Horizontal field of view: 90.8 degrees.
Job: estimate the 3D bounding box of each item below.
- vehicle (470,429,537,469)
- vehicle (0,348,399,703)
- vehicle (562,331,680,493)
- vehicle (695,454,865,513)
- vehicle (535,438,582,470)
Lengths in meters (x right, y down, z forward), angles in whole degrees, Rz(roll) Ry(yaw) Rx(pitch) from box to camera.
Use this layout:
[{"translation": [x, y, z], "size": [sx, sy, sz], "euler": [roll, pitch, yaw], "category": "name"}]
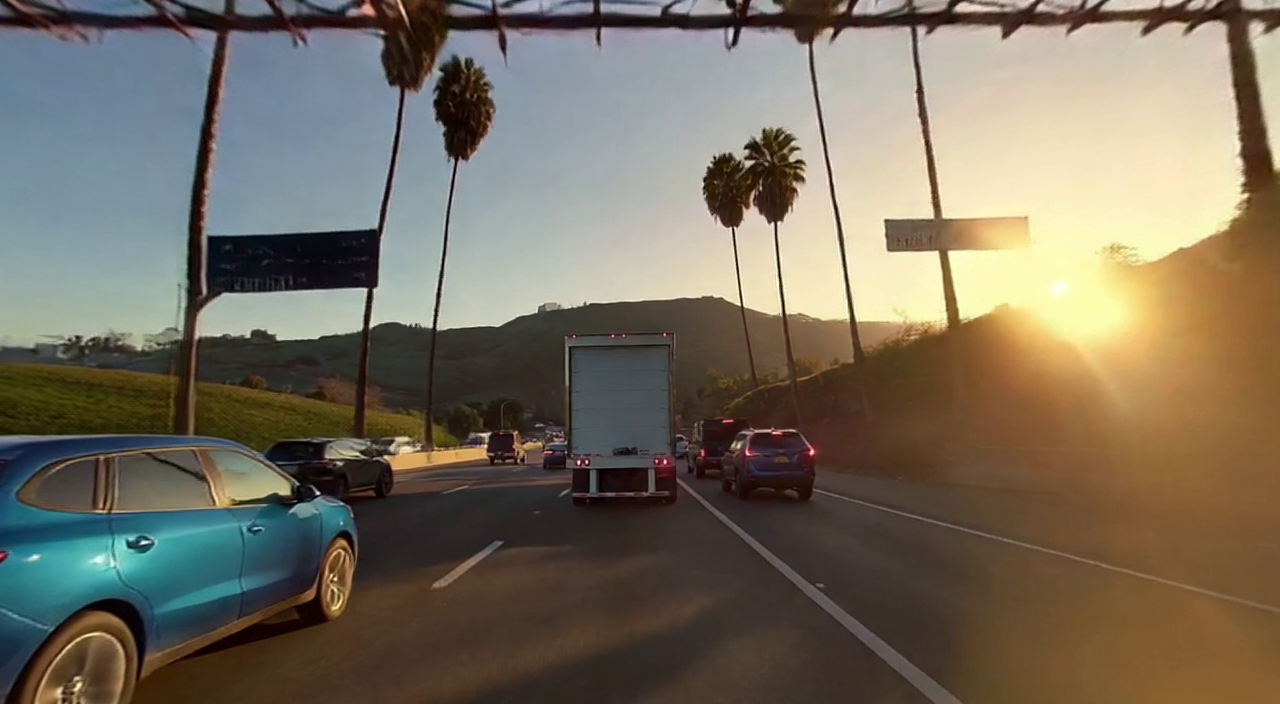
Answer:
[{"translation": [-7.290, 5.250, 34.357], "size": [2.344, 1.954, 5.579], "euler": [0, -9, 0], "category": "vehicle"}, {"translation": [-3.213, 1.074, 3.845], "size": [1.885, 1.654, 4.103], "euler": [0, -9, -1], "category": "vehicle"}, {"translation": [-0.446, 2.274, 21.152], "size": [2.906, 4.040, 10.743], "euler": [0, -9, 0], "category": "vehicle"}, {"translation": [2.942, 2.974, 14.943], "size": [2.635, 1.036, 5.568], "euler": [0, -9, -2], "category": "vehicle"}, {"translation": [-4.026, 5.094, 31.728], "size": [1.874, 1.475, 4.328], "euler": [0, -9, -1], "category": "vehicle"}]
